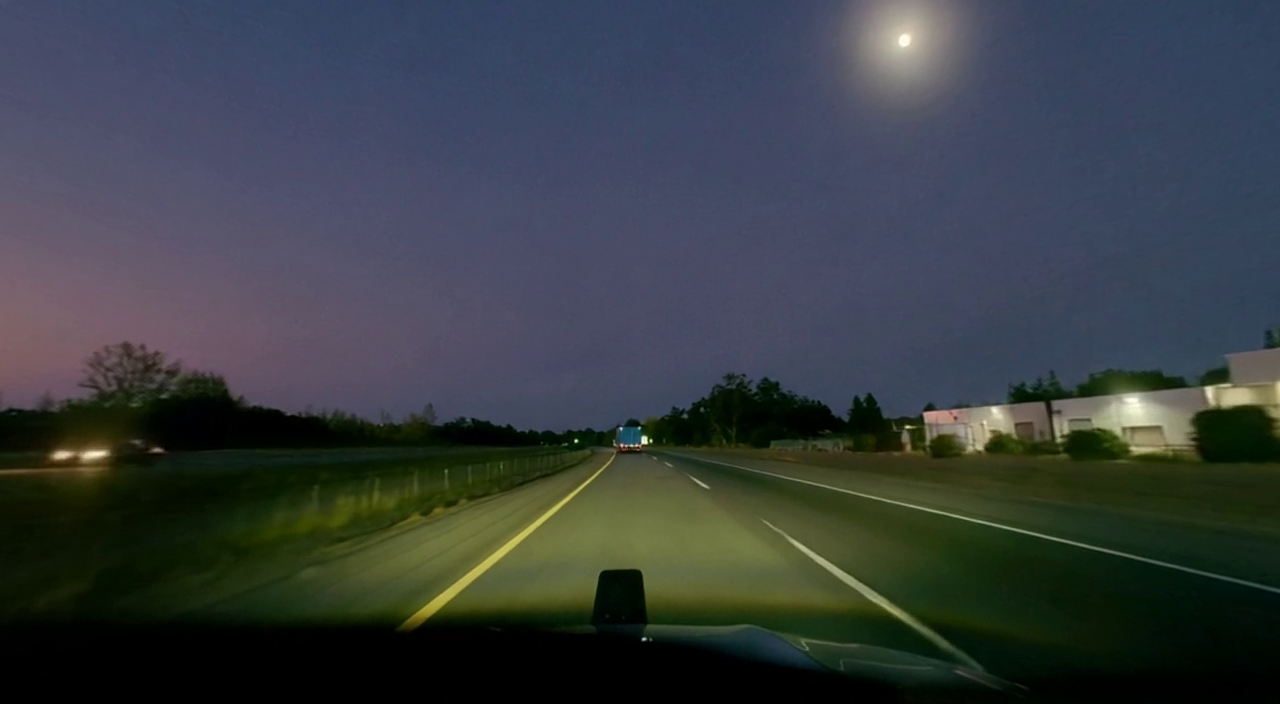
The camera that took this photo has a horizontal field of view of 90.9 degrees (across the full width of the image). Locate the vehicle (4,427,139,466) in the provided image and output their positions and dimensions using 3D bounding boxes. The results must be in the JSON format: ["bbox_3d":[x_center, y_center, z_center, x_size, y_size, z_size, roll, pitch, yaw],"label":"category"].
[{"bbox_3d":[-28.615,4.797,32.048,2.008,1.790,5.262,0,-8,-1],"label":"vehicle"}]
